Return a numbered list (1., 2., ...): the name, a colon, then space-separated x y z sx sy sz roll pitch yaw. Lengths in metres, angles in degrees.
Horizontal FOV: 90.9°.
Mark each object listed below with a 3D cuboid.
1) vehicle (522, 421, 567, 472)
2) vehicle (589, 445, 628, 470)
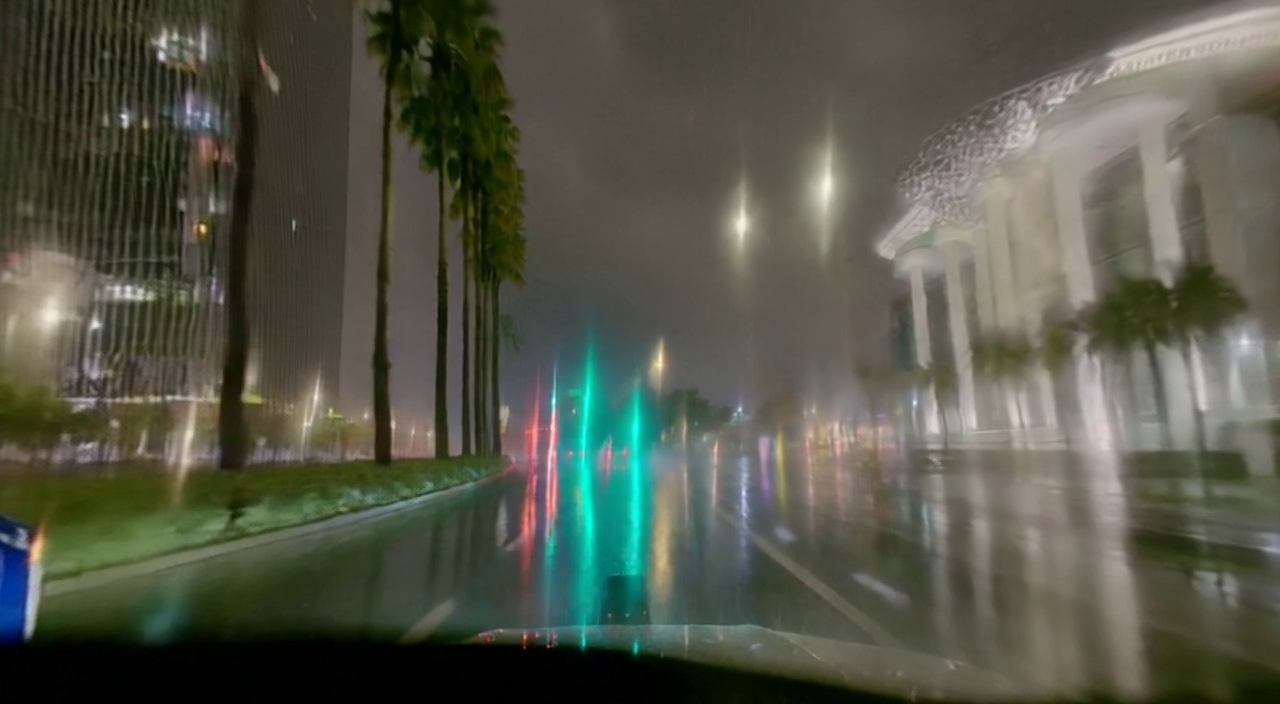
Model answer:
1. vehicle: -6.276 6.329 42.357 2.678 3.042 8.474 1 -8 -7
2. vehicle: -1.996 6.496 39.041 2.107 1.481 4.097 1 -8 -7
